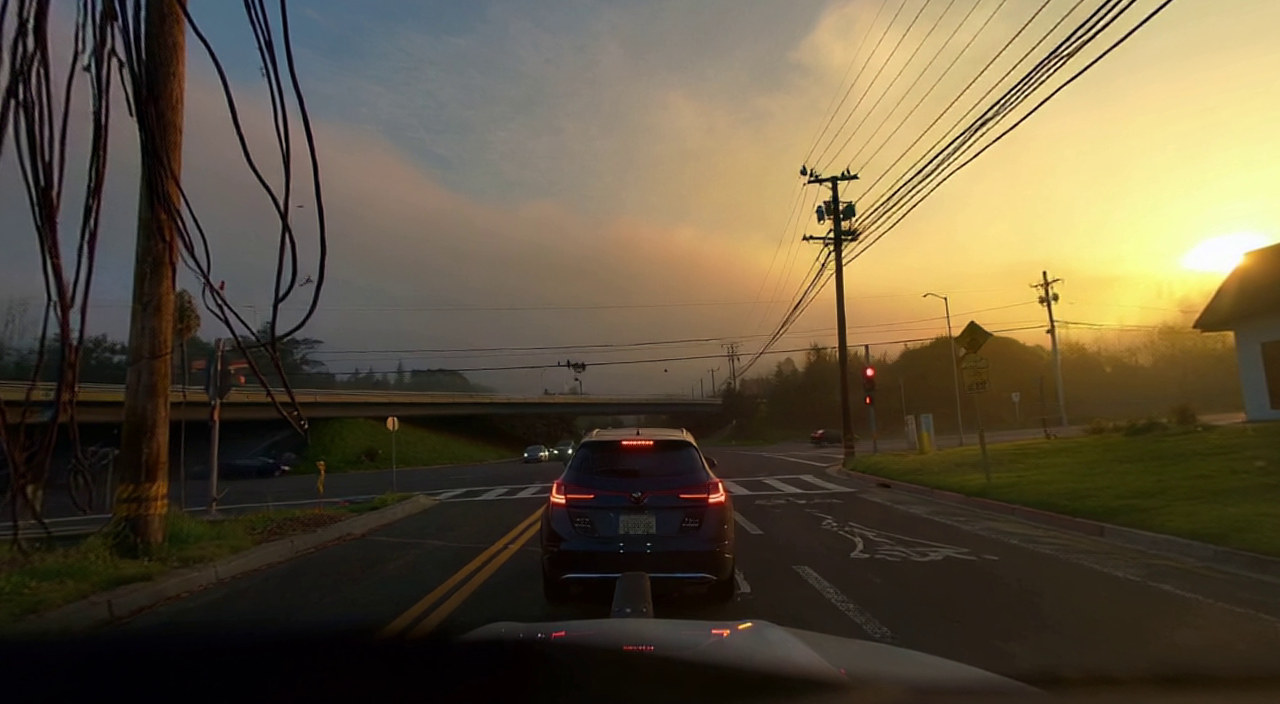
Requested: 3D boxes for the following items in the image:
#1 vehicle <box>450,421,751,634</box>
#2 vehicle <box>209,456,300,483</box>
[{"bbox_3d":[-0.239,1.529,6.467,2.090,1.458,4.033,-1,-9,1],"label":"vehicle"},{"bbox_3d":[-24.783,7.538,40.635,1.808,1.539,4.600,-8,-11,40],"label":"vehicle"}]
